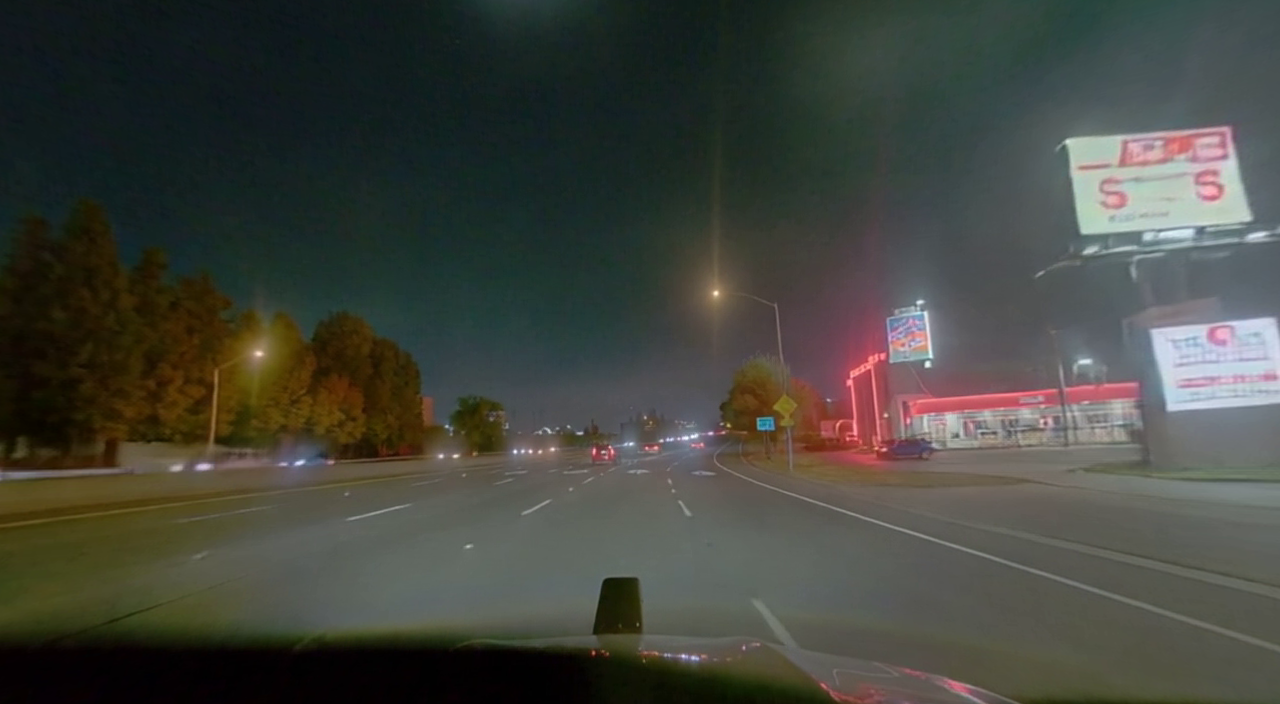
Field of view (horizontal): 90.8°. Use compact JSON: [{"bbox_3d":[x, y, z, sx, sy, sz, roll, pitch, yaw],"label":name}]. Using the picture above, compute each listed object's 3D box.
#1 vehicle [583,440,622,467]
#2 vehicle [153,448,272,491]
[{"bbox_3d":[-2.543,7.006,43.647,2.139,1.782,4.079,-1,-9,4],"label":"vehicle"},{"bbox_3d":[-18.507,5.060,27.641,1.958,1.678,4.390,0,-9,2],"label":"vehicle"}]
